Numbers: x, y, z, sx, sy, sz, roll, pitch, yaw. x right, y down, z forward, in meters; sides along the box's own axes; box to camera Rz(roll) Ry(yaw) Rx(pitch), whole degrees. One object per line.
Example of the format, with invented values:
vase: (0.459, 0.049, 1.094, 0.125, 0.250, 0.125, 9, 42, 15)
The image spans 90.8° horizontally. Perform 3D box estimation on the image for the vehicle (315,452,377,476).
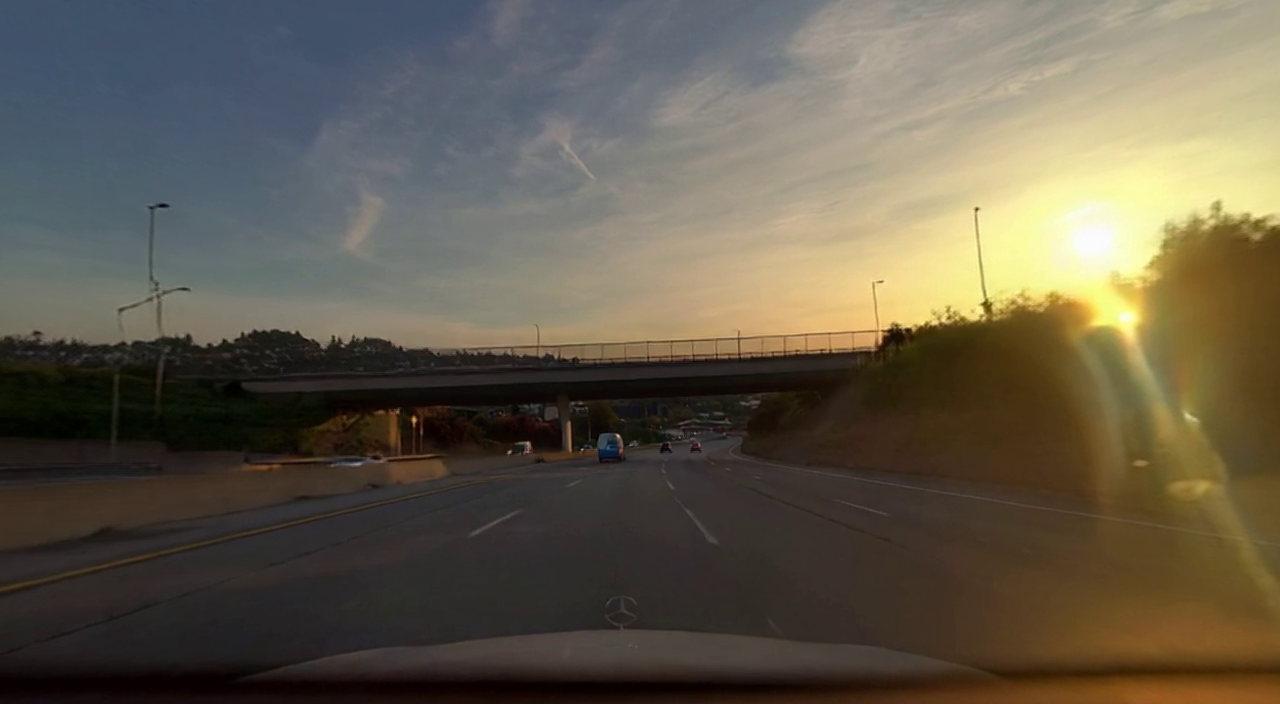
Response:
vehicle: (-20.090, 7.638, 43.342, 2.041, 1.479, 4.244, -1, -8, 3)
